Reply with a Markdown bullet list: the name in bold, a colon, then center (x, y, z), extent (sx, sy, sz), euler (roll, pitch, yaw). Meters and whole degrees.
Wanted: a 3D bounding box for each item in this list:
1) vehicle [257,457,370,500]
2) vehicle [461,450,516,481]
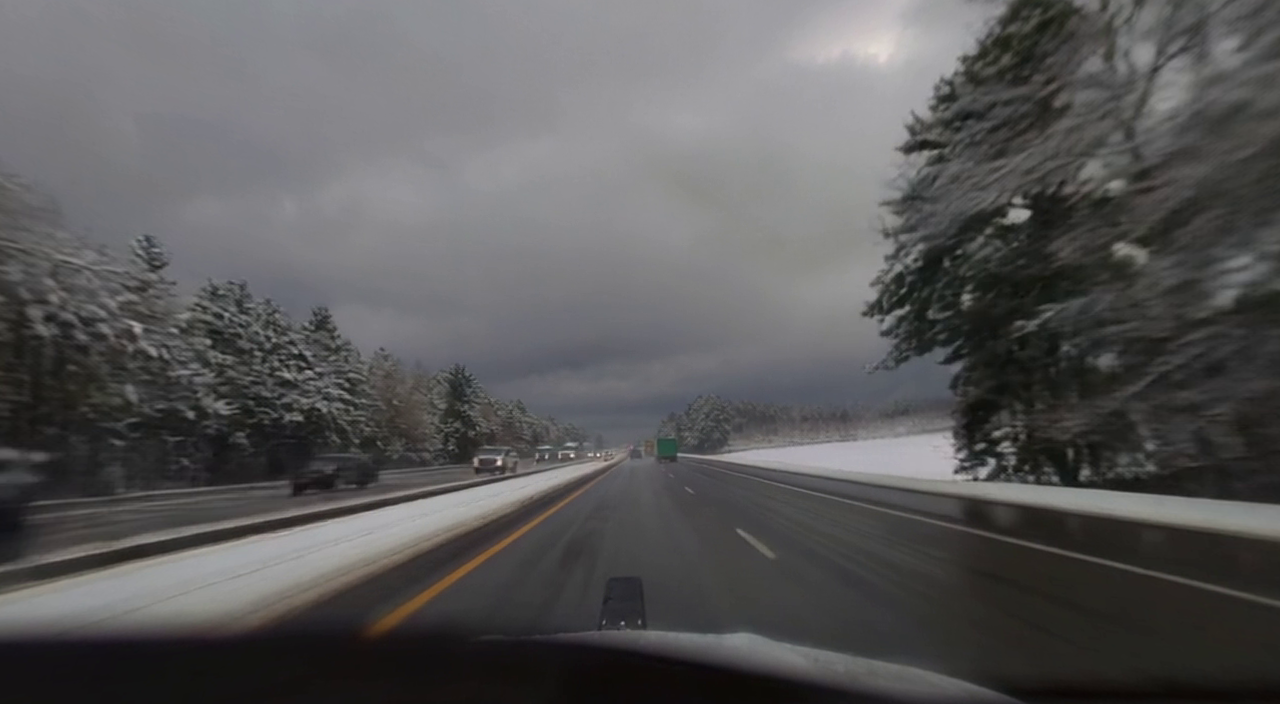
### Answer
- **vehicle**: center (-12.326, 4.773, 24.166), extent (1.887, 1.439, 4.504), euler (0, -9, 0)
- **vehicle**: center (-8.489, 6.374, 35.609), extent (2.059, 1.613, 4.027), euler (0, -9, 0)
